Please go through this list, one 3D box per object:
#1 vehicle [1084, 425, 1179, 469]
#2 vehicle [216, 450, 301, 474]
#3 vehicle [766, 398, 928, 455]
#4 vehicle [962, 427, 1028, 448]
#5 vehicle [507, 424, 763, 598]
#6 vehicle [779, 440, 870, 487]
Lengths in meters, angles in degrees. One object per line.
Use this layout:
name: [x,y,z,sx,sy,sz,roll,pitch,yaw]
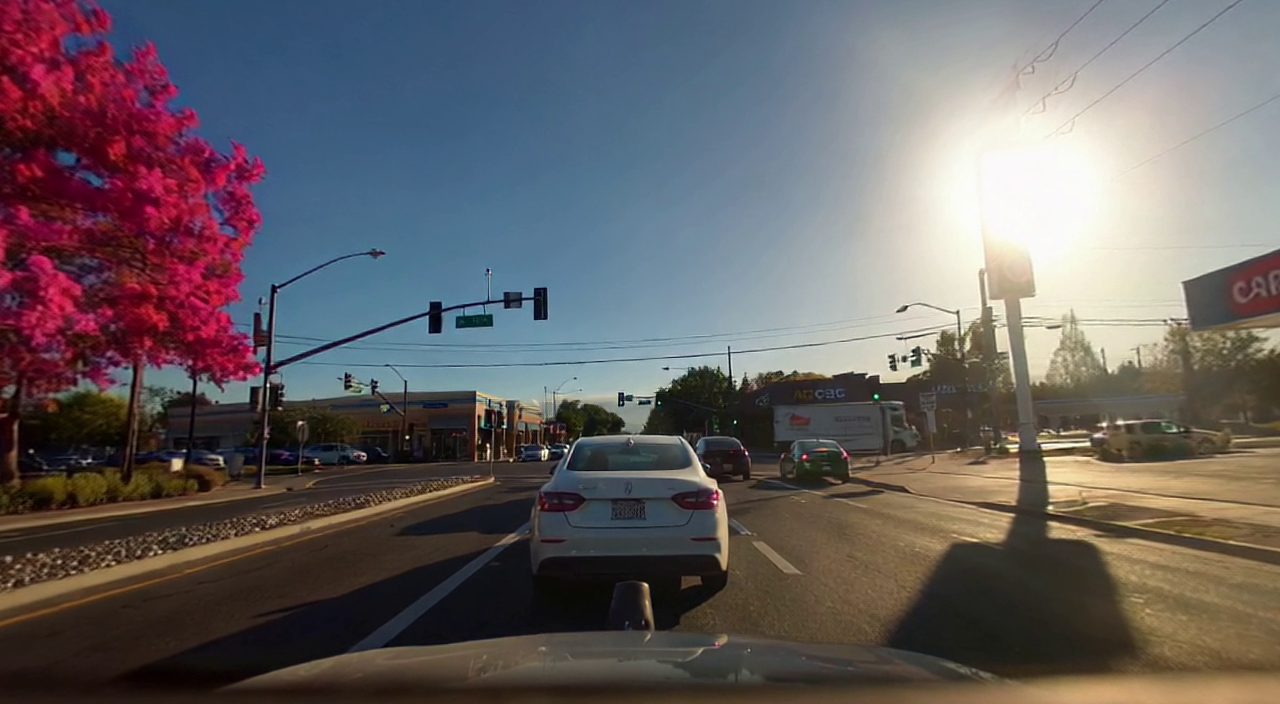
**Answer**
vehicle: [18.583,3.568,23.753,4.300,1.495,2.053,8,-11,-43]
vehicle: [-25.074,7.239,41.512,4.609,1.465,1.944,-2,-8,12]
vehicle: [15.033,5.569,46.253,10.890,3.868,3.021,-4,-9,25]
vehicle: [27.334,6.598,48.654,3.968,1.572,1.740,0,-9,3]
vehicle: [-0.066,1.674,7.546,2.213,1.482,4.057,0,-8,-1]
vehicle: [6.484,3.953,22.675,1.942,1.511,4.390,0,-8,0]
